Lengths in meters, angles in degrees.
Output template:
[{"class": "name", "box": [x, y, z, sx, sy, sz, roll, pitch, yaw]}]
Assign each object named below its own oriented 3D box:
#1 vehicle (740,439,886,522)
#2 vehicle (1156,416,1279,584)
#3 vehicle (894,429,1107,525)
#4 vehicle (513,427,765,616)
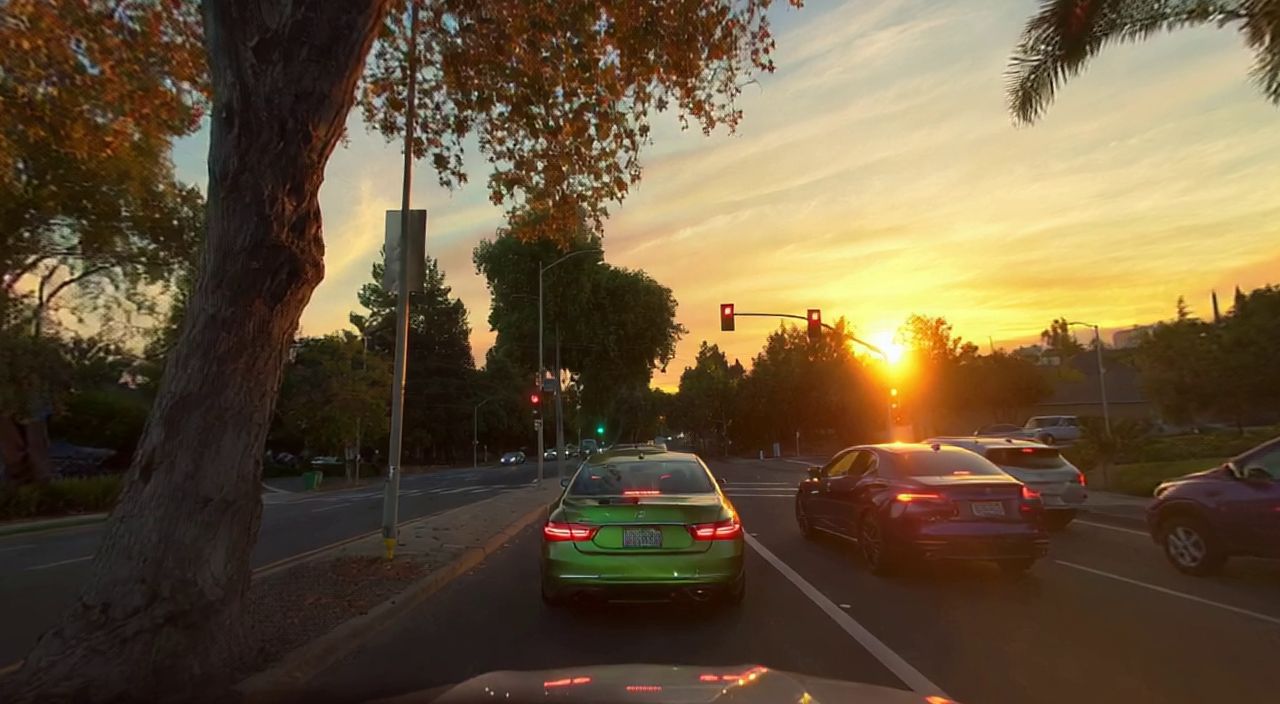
[{"class": "vehicle", "box": [3.536, 2.718, 13.823, 1.934, 1.494, 4.446, 0, -9, 0]}, {"class": "vehicle", "box": [6.936, 1.337, 5.573, 1.783, 1.572, 3.421, 0, -9, 1]}, {"class": "vehicle", "box": [7.019, 2.467, 12.903, 1.923, 1.611, 4.094, 0, -9, 0]}, {"class": "vehicle", "box": [0.012, 1.679, 7.096, 2.015, 1.502, 3.898, 0, -9, 1]}]
